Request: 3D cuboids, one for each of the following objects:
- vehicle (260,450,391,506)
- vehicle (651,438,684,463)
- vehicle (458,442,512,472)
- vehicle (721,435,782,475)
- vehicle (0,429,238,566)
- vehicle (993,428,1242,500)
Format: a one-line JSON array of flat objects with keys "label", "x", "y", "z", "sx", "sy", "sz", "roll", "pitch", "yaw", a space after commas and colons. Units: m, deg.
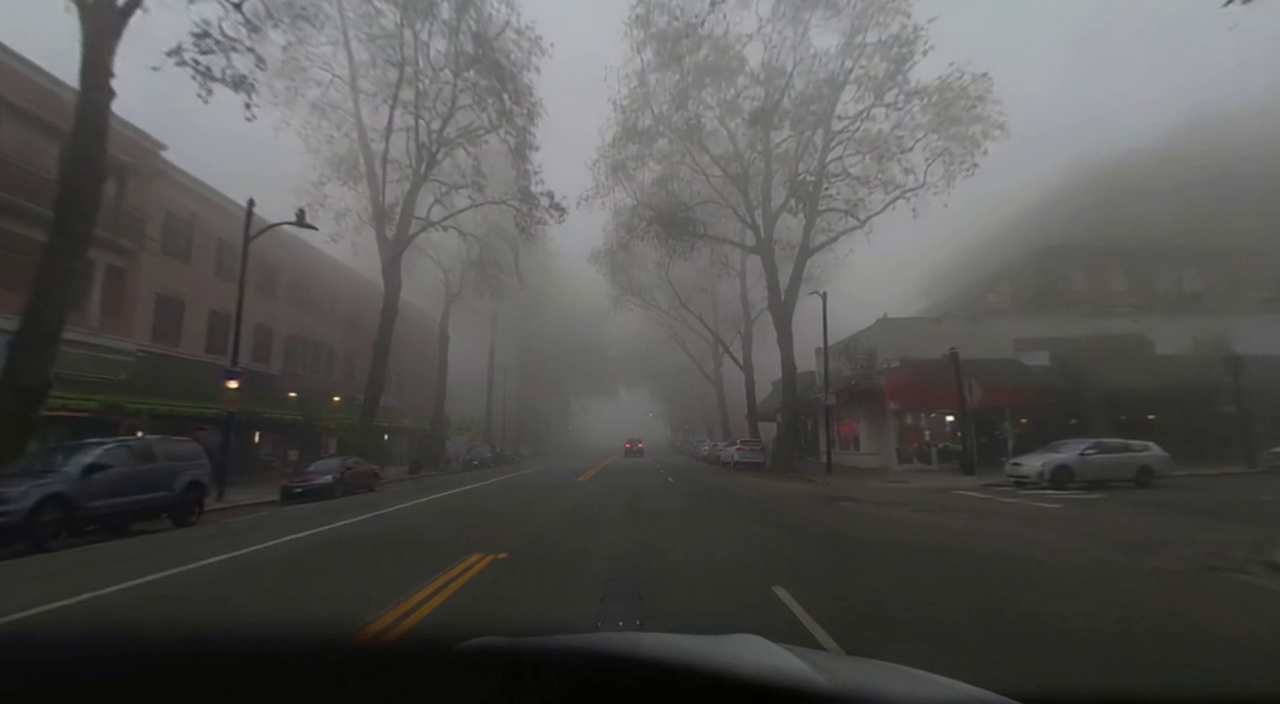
[{"label": "vehicle", "x": -9.847, "y": 3.948, "z": 20.334, "sx": 1.802, "sy": 1.397, "sz": 5.226, "roll": 0, "pitch": -8, "yaw": -3}, {"label": "vehicle", "x": 1.855, "y": 6.805, "z": 43.822, "sx": 1.998, "sy": 1.580, "sz": 4.015, "roll": 0, "pitch": -8, "yaw": -2}, {"label": "vehicle", "x": -10.058, "y": 6.810, "z": 41.448, "sx": 2.081, "sy": 1.819, "sz": 5.607, "roll": -1, "pitch": -8, "yaw": 0}, {"label": "vehicle", "x": 5.479, "y": 5.124, "z": 31.821, "sx": 2.042, "sy": 1.787, "sz": 5.110, "roll": 0, "pitch": -8, "yaw": -1}, {"label": "vehicle", "x": -9.663, "y": 2.319, "z": 10.971, "sx": 2.037, "sy": 1.826, "sz": 4.987, "roll": -1, "pitch": -8, "yaw": 0}, {"label": "vehicle", "x": 11.891, "y": 2.794, "z": 16.022, "sx": 4.563, "sy": 1.633, "sz": 2.144, "roll": 0, "pitch": -8, "yaw": -1}]
